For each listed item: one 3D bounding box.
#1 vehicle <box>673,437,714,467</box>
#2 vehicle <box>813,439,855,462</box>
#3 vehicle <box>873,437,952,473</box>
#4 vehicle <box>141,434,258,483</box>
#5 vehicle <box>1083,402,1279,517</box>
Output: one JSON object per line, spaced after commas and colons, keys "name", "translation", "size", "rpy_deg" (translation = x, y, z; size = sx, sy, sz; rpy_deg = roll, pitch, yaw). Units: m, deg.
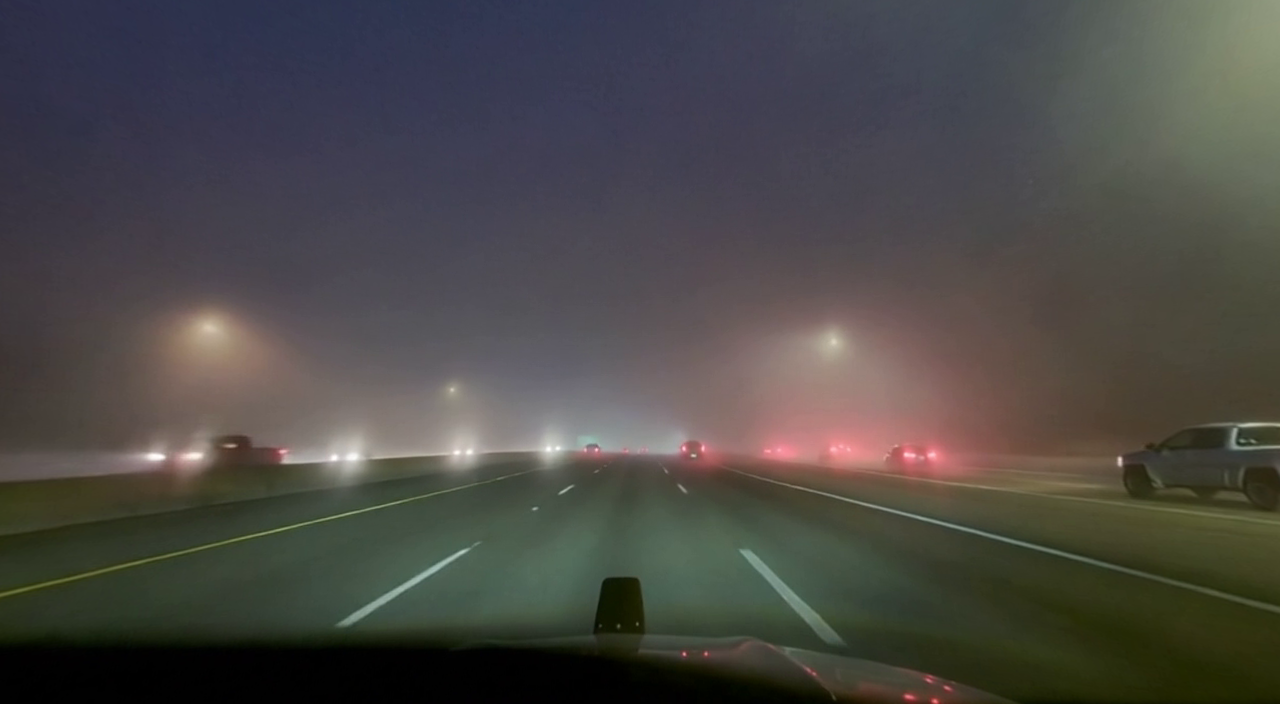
{"name": "vehicle", "translation": [3.371, 6.421, 40.561], "size": [2.147, 1.794, 4.538], "rpy_deg": [0, -9, 0]}
{"name": "vehicle", "translation": [15.223, 7.795, 49.699], "size": [2.020, 1.707, 4.424], "rpy_deg": [0, -9, 2]}
{"name": "vehicle", "translation": [14.264, 5.407, 33.291], "size": [2.116, 1.754, 4.727], "rpy_deg": [0, -9, 1]}
{"name": "vehicle", "translation": [-21.719, 5.266, 31.392], "size": [2.114, 2.191, 5.068], "rpy_deg": [0, -9, 0]}
{"name": "vehicle", "translation": [13.441, 2.385, 14.152], "size": [2.442, 2.140, 6.462], "rpy_deg": [0, -9, 2]}
